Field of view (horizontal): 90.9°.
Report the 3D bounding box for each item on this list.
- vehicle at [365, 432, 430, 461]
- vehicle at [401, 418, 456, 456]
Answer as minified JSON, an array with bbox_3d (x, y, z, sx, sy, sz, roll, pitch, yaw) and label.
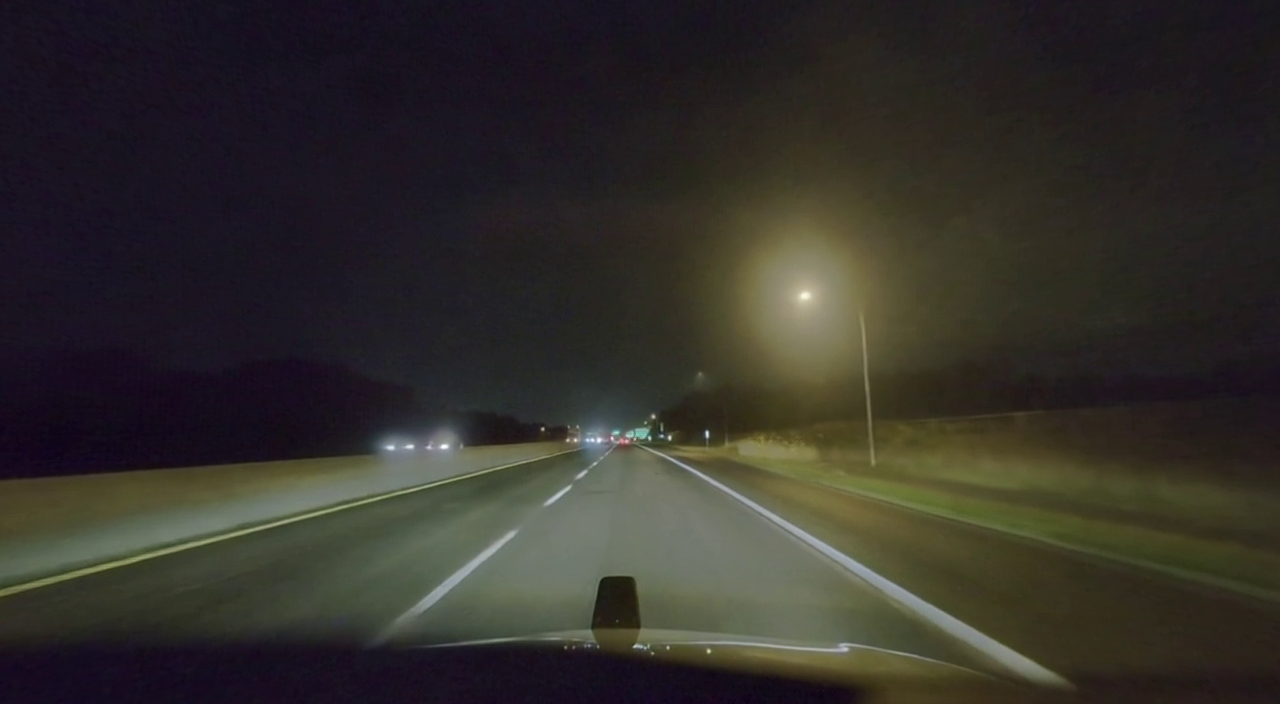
[{"bbox_3d":[-15.700,6.137,41.124,2.053,1.724,5.287,0,-8,1],"label":"vehicle"},{"bbox_3d":[-15.687,6.328,47.028,2.372,2.705,4.535,0,-8,1],"label":"vehicle"}]
